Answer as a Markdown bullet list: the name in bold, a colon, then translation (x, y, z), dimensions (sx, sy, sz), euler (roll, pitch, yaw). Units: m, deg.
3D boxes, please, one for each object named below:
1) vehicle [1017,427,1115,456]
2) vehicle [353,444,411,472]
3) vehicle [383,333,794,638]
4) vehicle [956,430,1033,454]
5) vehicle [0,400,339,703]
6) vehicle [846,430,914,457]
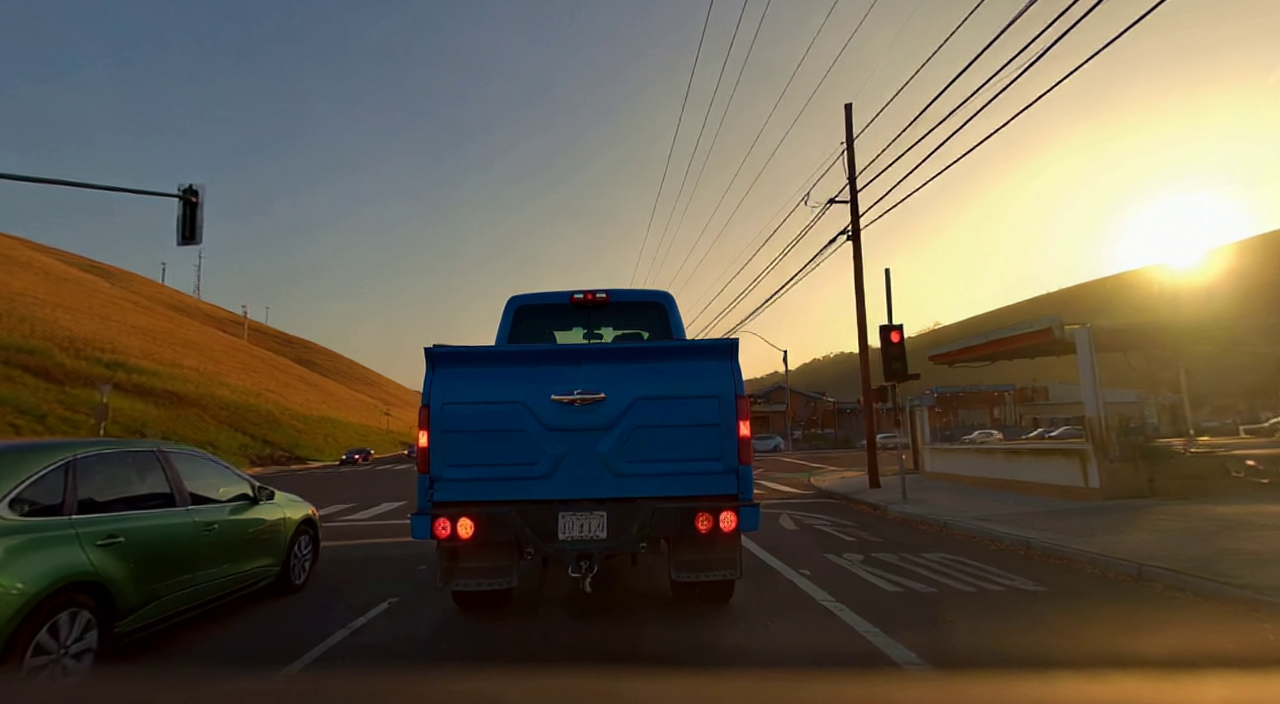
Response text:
- **vehicle**: translation (25.596, 5.391, 37.916), dimensions (4.419, 1.496, 1.854), euler (-2, -9, 1)
- **vehicle**: translation (-17.085, 7.020, 41.929), dimensions (2.133, 1.690, 4.331), euler (0, -9, -3)
- **vehicle**: translation (-0.413, 1.324, 7.214), dimensions (2.859, 2.144, 5.406), euler (0, -9, -1)
- **vehicle**: translation (26.717, 6.787, 47.405), dimensions (5.021, 1.757, 2.012), euler (2, -9, -16)
- **vehicle**: translation (-3.952, 1.191, 3.989), dimensions (2.017, 1.555, 4.150), euler (-1, -9, 0)
- **vehicle**: translation (18.627, 7.077, 48.653), dimensions (2.360, 1.917, 6.346), euler (-8, -12, 44)
